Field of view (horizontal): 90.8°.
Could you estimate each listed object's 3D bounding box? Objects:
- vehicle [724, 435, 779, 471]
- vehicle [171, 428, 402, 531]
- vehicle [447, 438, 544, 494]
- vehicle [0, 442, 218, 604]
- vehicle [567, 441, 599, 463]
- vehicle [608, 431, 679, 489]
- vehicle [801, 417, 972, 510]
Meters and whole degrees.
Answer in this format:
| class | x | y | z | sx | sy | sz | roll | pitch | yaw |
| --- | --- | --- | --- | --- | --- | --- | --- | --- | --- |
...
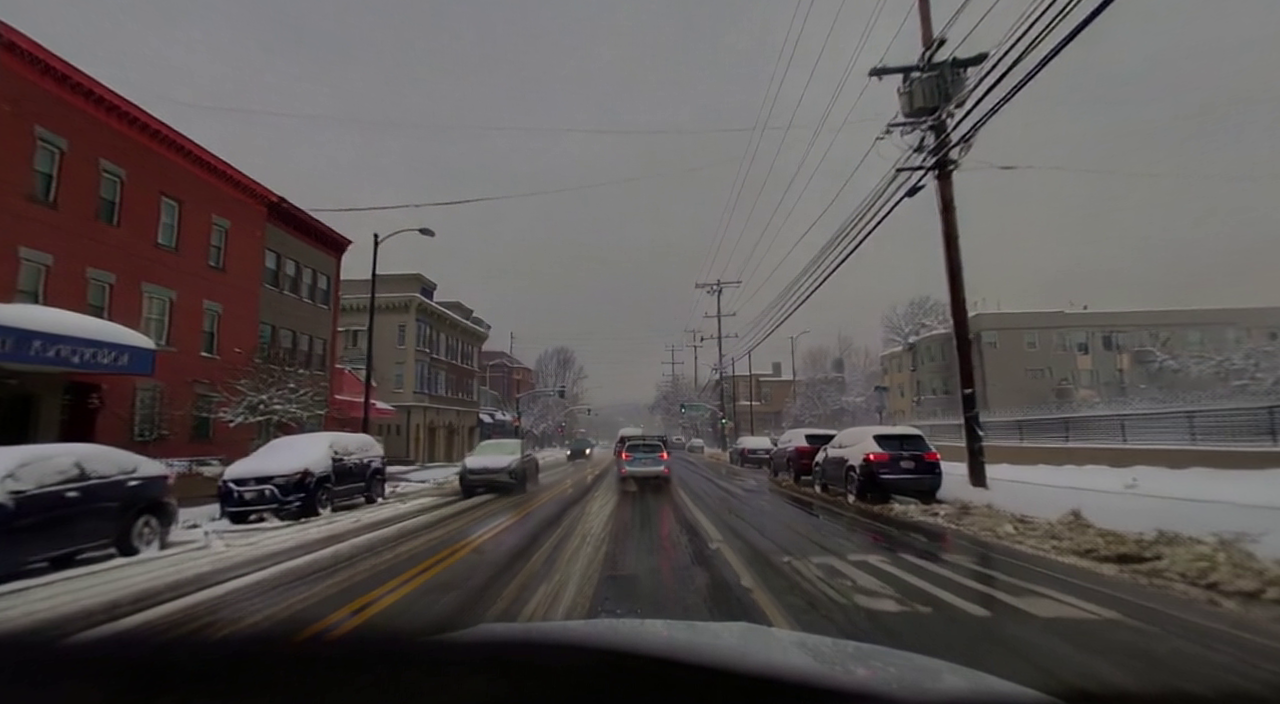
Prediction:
| class | x | y | z | sx | sy | sz | roll | pitch | yaw |
| --- | --- | --- | --- | --- | --- | --- | --- | --- | --- |
| vehicle | 6.437 | 5.896 | 37.136 | 2.197 | 1.917 | 5.637 | 0 | -8 | 0 |
| vehicle | -7.397 | 2.666 | 14.126 | 2.095 | 1.847 | 5.290 | 0 | -8 | 0 |
| vehicle | -4.273 | 3.434 | 19.457 | 1.944 | 1.515 | 4.428 | 0 | -8 | 0 |
| vehicle | -7.310 | 1.854 | 7.359 | 1.928 | 1.552 | 4.234 | 0 | -8 | -2 |
| vehicle | -4.099 | 7.279 | 45.986 | 1.968 | 1.524 | 4.304 | 0 | -8 | 0 |
| vehicle | 0.121 | 3.333 | 19.737 | 1.980 | 1.635 | 3.795 | 0 | -8 | 1 |
| vehicle | 6.271 | 2.939 | 17.116 | 2.203 | 2.052 | 5.975 | 0 | -8 | 0 |
